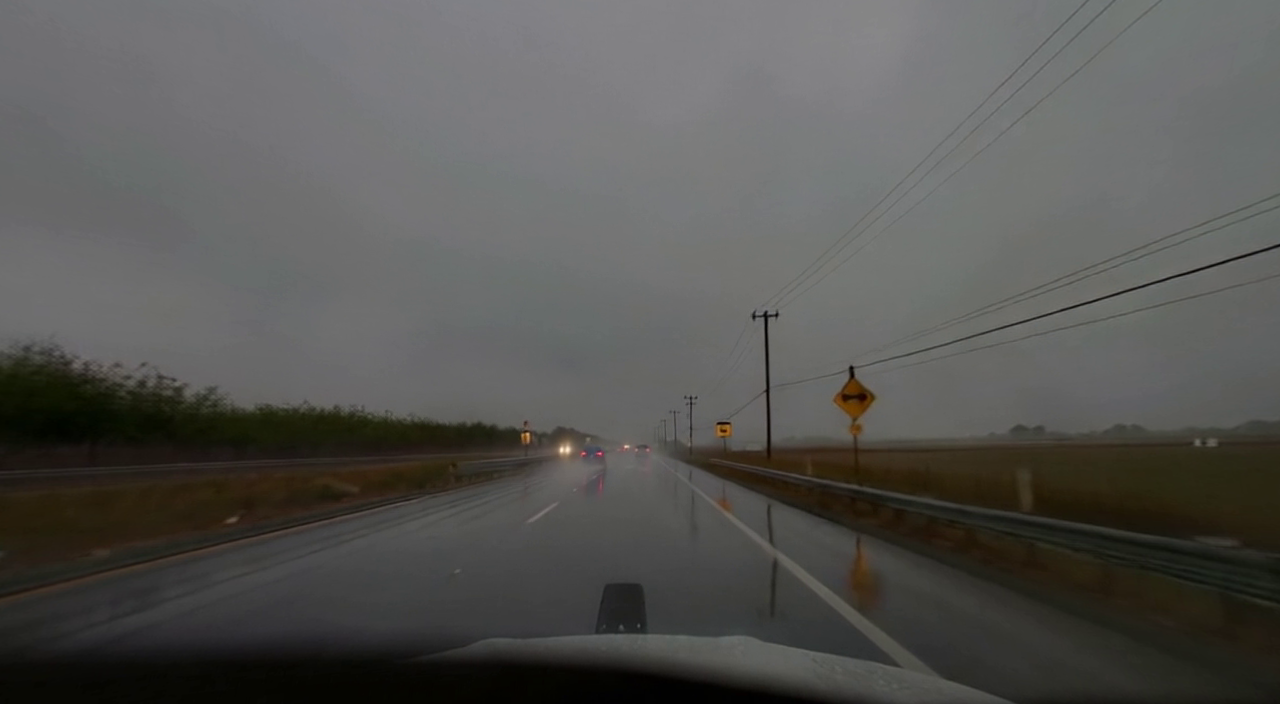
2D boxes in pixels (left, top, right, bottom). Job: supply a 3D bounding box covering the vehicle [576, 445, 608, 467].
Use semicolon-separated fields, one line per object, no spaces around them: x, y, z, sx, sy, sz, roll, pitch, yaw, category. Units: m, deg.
-3.612;7.946;48.259;2.120;1.597;4.810;0;-9;0;vehicle
